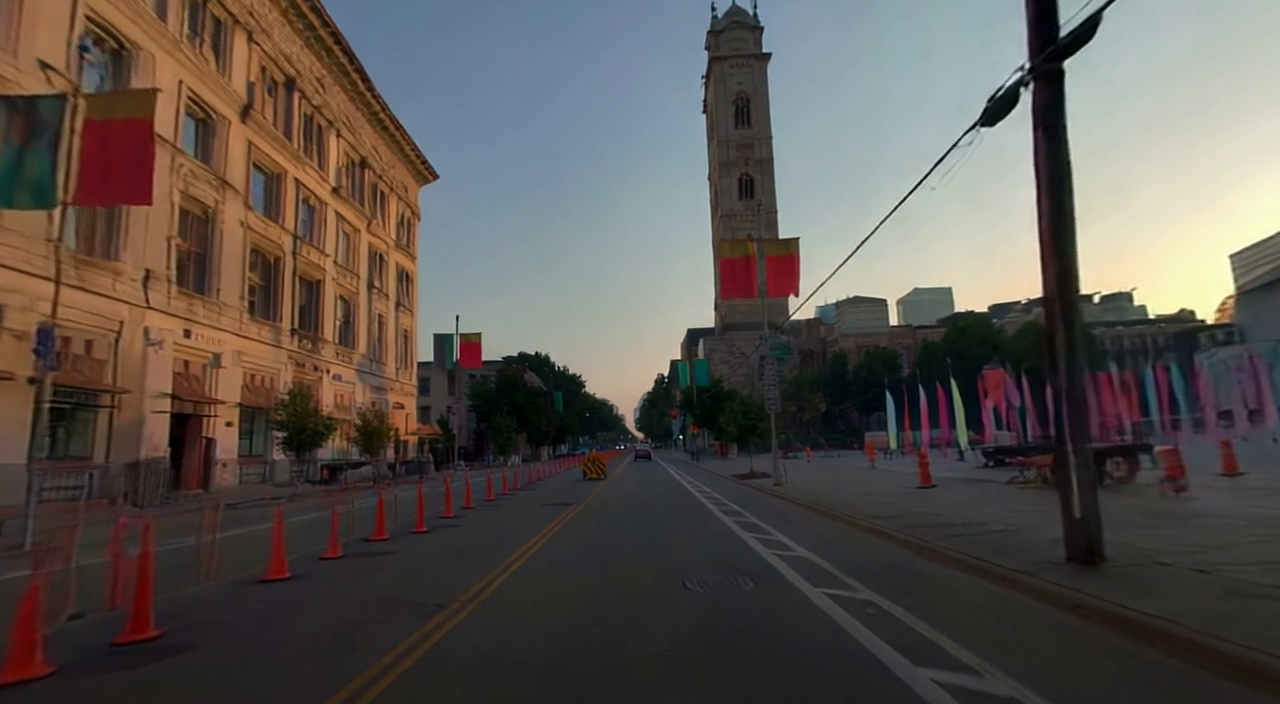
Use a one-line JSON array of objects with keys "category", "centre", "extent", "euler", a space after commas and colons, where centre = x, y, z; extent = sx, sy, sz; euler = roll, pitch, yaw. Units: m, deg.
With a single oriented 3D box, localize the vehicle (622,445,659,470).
[{"category": "vehicle", "centre": [0.015, 6.613, 39.799], "extent": [2.216, 1.492, 4.725], "euler": [0, -9, 0]}]
